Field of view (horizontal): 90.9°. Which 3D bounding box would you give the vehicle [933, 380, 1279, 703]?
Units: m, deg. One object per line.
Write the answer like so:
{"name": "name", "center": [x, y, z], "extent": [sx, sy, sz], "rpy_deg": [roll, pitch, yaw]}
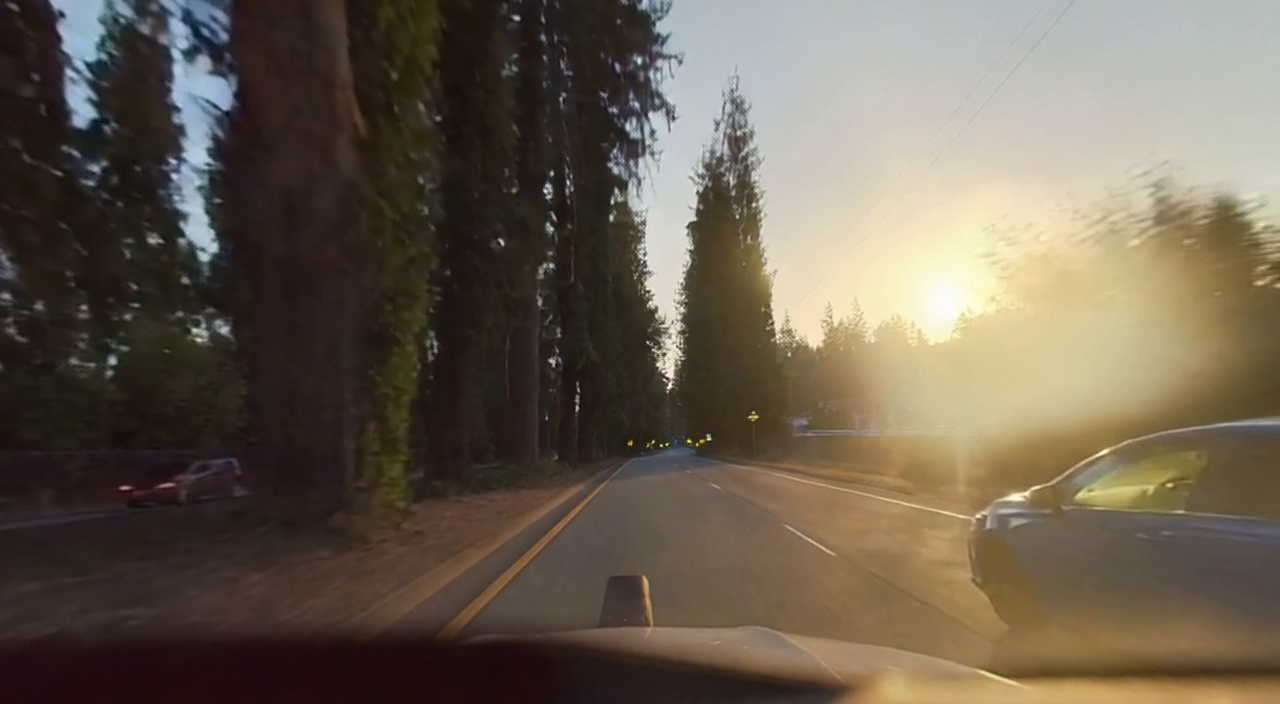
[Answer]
{"name": "vehicle", "center": [3.383, 0.907, 2.617], "extent": [2.061, 1.503, 4.823], "rpy_deg": [0, -9, 1]}

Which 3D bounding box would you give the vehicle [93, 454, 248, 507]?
{"name": "vehicle", "center": [-16.090, 4.399, 21.952], "extent": [1.893, 1.571, 4.390], "rpy_deg": [0, -9, 2]}
